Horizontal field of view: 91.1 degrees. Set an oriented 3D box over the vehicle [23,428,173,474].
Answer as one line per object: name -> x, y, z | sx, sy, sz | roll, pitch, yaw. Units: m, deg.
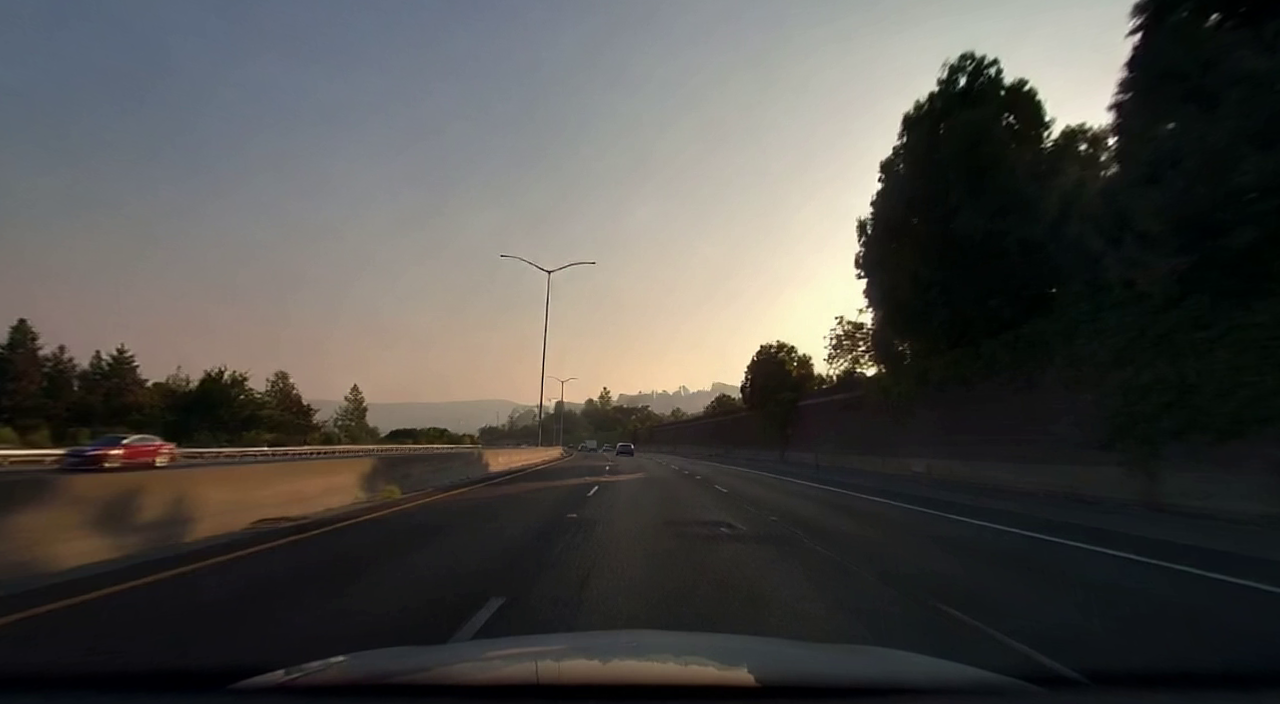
vehicle -> -23.241, 4.283, 27.272 | 2.093, 1.798, 4.981 | 0, -9, -1
